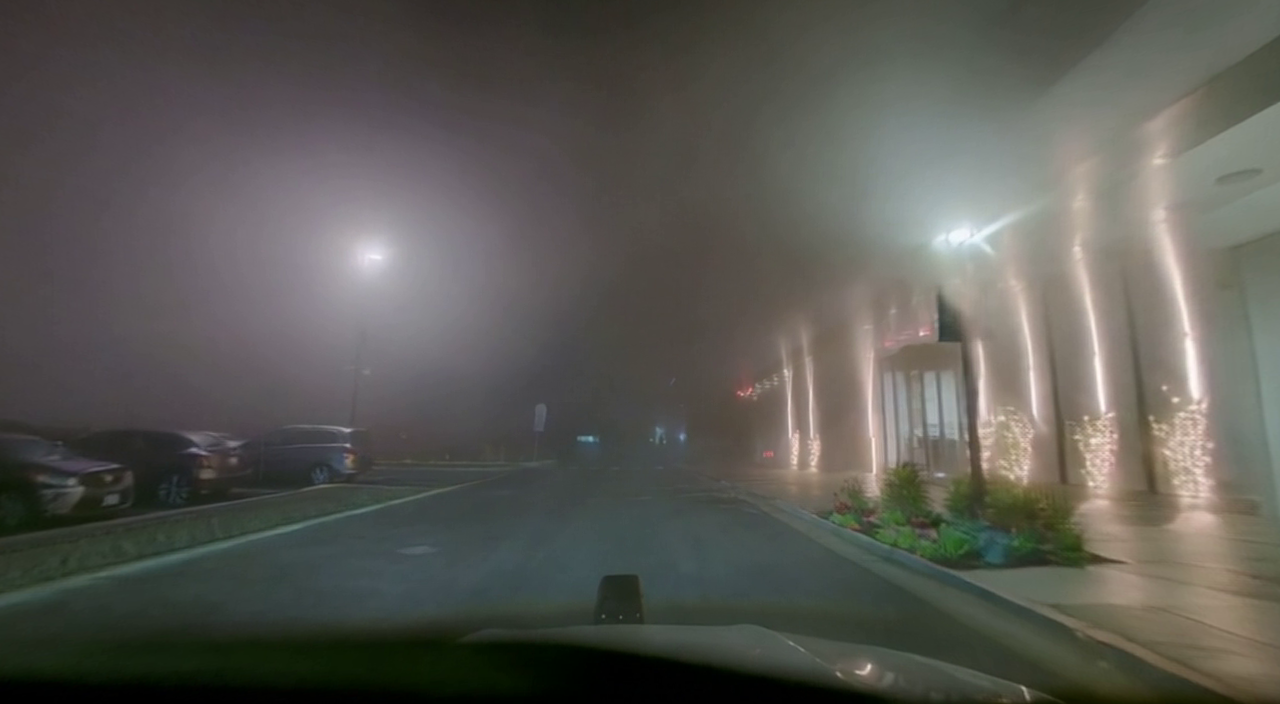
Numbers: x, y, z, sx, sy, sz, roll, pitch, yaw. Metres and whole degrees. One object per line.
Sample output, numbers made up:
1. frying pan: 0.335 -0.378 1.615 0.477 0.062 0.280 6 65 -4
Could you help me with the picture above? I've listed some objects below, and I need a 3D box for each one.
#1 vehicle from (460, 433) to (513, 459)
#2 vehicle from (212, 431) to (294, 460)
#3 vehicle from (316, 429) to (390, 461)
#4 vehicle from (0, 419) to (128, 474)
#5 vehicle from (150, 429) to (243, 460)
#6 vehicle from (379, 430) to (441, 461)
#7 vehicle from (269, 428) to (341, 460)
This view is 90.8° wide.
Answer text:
1. vehicle: -9.867 6.105 41.043 1.891 1.464 4.646 3 -8 5
2. vehicle: -21.026 5.126 34.520 1.909 1.474 3.908 -1 -8 3
3. vehicle: -15.617 5.080 34.634 1.928 1.613 4.197 -1 -8 3
4. vehicle: -20.943 3.326 22.263 1.899 1.717 4.558 0 -8 1
5. vehicle: -24.004 5.017 34.391 1.773 1.498 4.085 3 -8 6
6. vehicle: -12.637 5.153 35.003 1.892 1.597 4.259 0 -8 -1
7. vehicle: -18.428 5.088 34.982 1.902 1.645 3.903 0 -8 -2
